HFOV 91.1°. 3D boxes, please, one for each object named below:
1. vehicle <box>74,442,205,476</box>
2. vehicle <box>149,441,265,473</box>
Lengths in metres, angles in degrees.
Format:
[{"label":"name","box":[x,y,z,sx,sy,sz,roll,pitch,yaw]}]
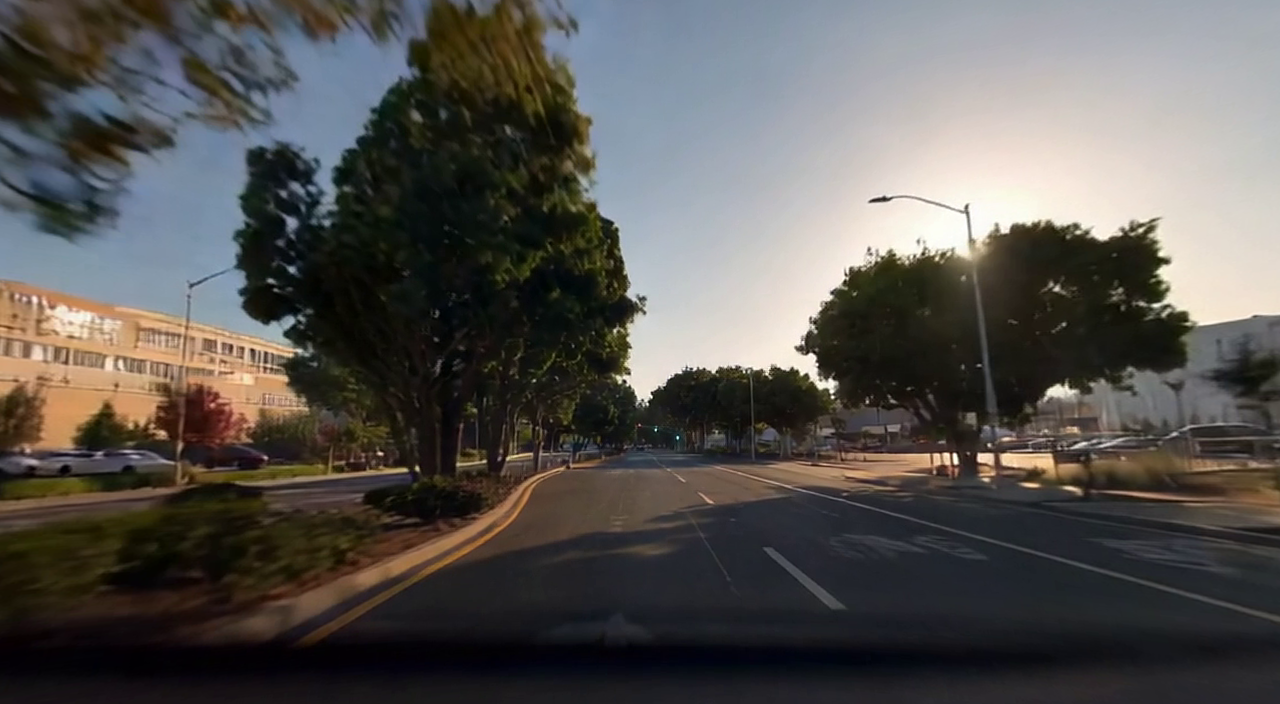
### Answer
[{"label":"vehicle","box":[-26.047,5.572,32.828,4.946,1.656,2.016,1,-9,-4]},{"label":"vehicle","box":[-26.488,6.408,38.555,5.511,1.863,2.092,0,-8,-2]}]
